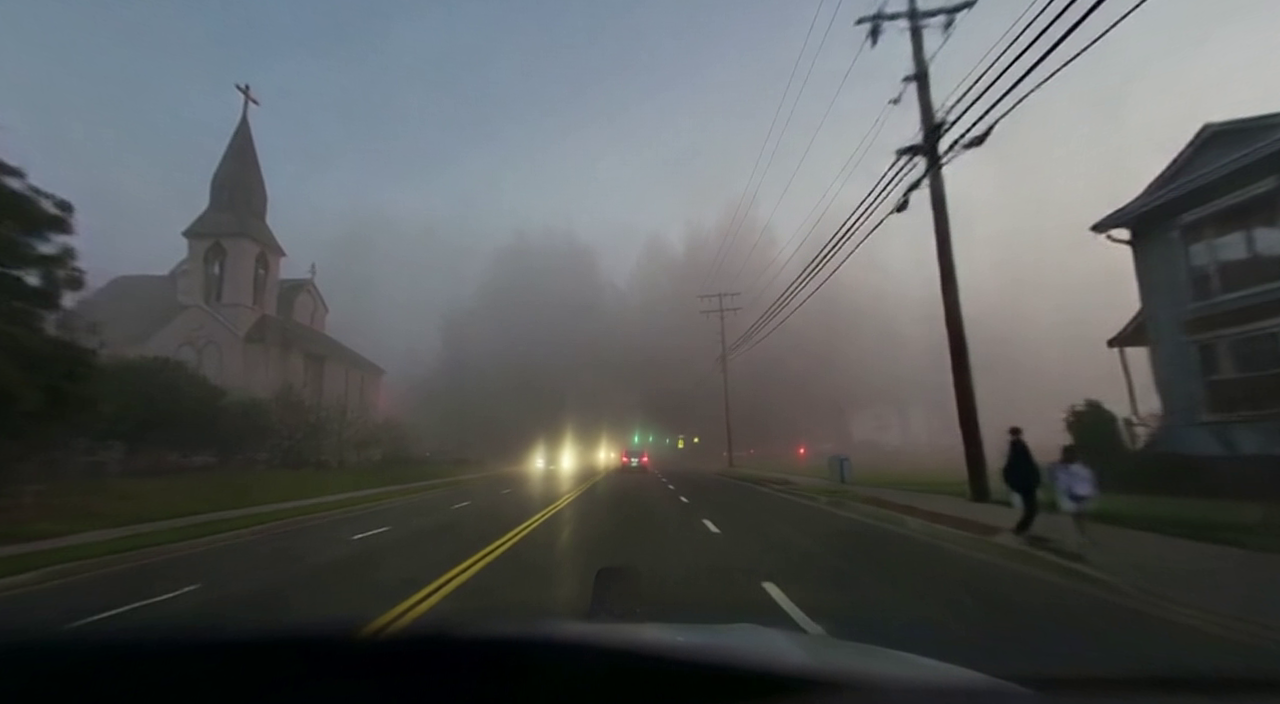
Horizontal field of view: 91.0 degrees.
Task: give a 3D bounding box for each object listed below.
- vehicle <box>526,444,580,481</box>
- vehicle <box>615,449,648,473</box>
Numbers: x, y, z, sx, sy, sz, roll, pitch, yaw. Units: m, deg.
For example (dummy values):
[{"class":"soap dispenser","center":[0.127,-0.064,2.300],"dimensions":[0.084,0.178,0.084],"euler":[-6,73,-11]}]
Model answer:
[{"class":"vehicle","center":[-4.766,6.159,35.365],"dimensions":[2.212,1.906,4.958],"euler":[0,-9,2]},{"class":"vehicle","center":[-0.550,7.210,41.860],"dimensions":[2.093,1.497,4.010],"euler":[0,-9,-1]}]
